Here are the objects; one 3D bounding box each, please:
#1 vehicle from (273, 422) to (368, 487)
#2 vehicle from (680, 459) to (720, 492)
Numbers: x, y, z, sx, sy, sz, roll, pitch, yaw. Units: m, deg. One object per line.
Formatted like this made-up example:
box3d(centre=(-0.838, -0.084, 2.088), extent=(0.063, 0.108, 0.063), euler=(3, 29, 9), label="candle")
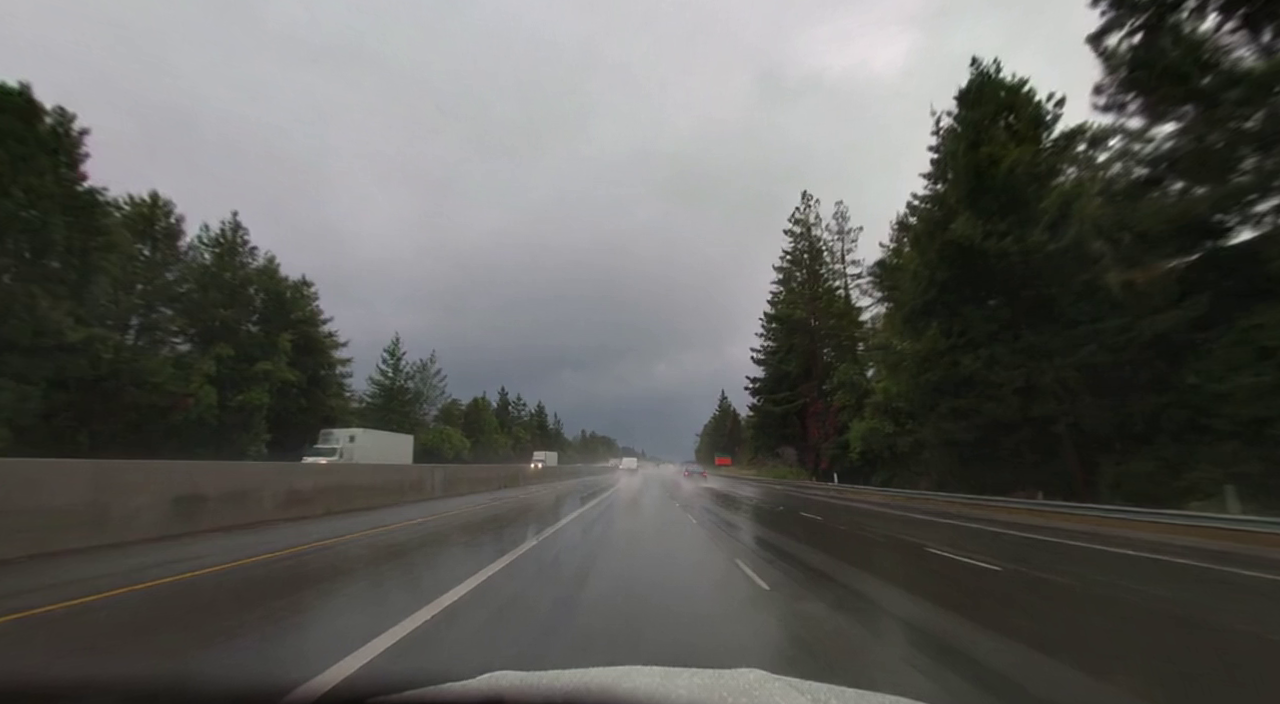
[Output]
box3d(centre=(-21.374, 6.973, 42.611), extent=(3.009, 4.001, 5.877), euler=(1, -10, 2), label="vehicle")
box3d(centre=(3.696, 7.777, 39.778), extent=(2.093, 1.933, 4.623), euler=(1, -10, 0), label="vehicle")
